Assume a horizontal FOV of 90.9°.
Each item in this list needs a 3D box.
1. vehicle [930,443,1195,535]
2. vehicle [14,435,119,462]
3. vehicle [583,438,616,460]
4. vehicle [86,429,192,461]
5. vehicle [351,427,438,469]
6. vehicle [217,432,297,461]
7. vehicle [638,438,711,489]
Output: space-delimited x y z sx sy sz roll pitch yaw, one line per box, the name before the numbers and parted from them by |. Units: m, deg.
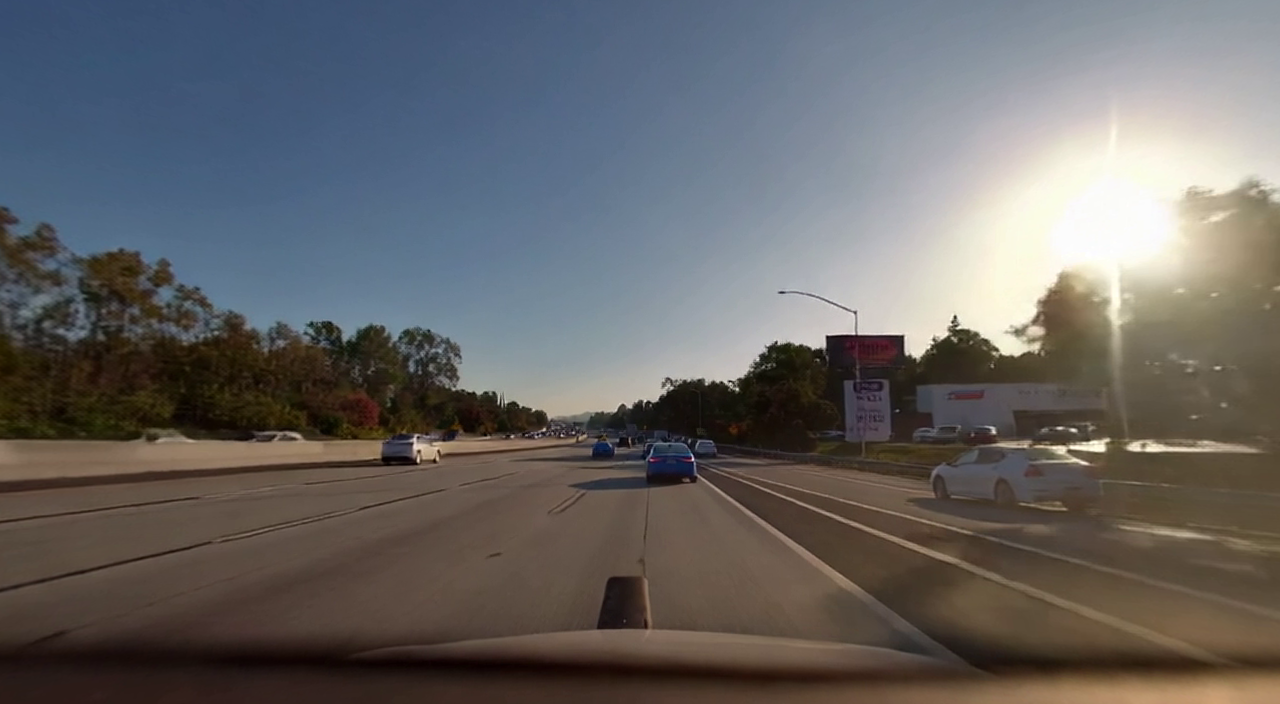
vehicle | 7.763 2.520 12.281 2.030 1.442 4.358 1 -8 -2
vehicle | -32.533 5.508 35.978 1.717 1.425 4.484 0 -8 1
vehicle | -2.995 7.272 47.311 2.047 1.497 4.208 0 -8 2
vehicle | -25.328 4.739 32.109 1.835 1.487 4.234 0 -8 1
vehicle | -10.588 4.174 27.593 1.950 1.664 4.403 0 -8 1
vehicle | -21.192 5.259 35.118 1.778 1.462 4.185 0 -8 1
vehicle | 0.995 3.511 20.214 2.113 1.464 4.073 0 -8 0
